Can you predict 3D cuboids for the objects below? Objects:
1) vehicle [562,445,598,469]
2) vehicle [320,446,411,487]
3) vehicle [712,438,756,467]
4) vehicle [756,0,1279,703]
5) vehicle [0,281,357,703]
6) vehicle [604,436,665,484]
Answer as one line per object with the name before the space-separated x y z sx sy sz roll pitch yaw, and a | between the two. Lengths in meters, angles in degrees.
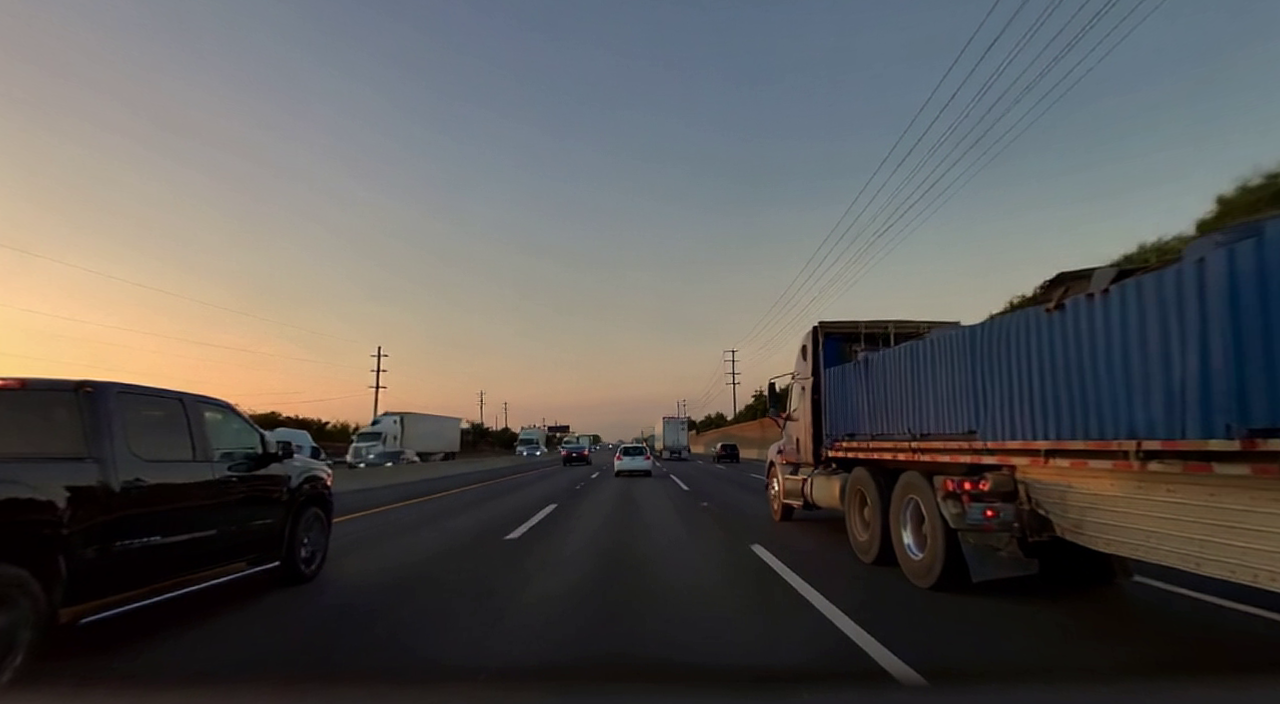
vehicle | -3.995 7.035 42.631 2.025 1.498 4.675 0 -9 0
vehicle | -10.571 4.438 24.689 1.850 1.453 3.853 0 -9 -1
vehicle | 6.882 7.445 46.906 2.302 1.973 5.502 0 -9 -2
vehicle | 3.428 0.295 5.957 3.013 3.940 7.933 0 -9 -1
vehicle | -4.031 0.773 3.206 2.323 2.046 6.006 0 -9 1
vehicle | -0.208 4.207 24.769 2.191 1.685 4.015 0 -9 -1
